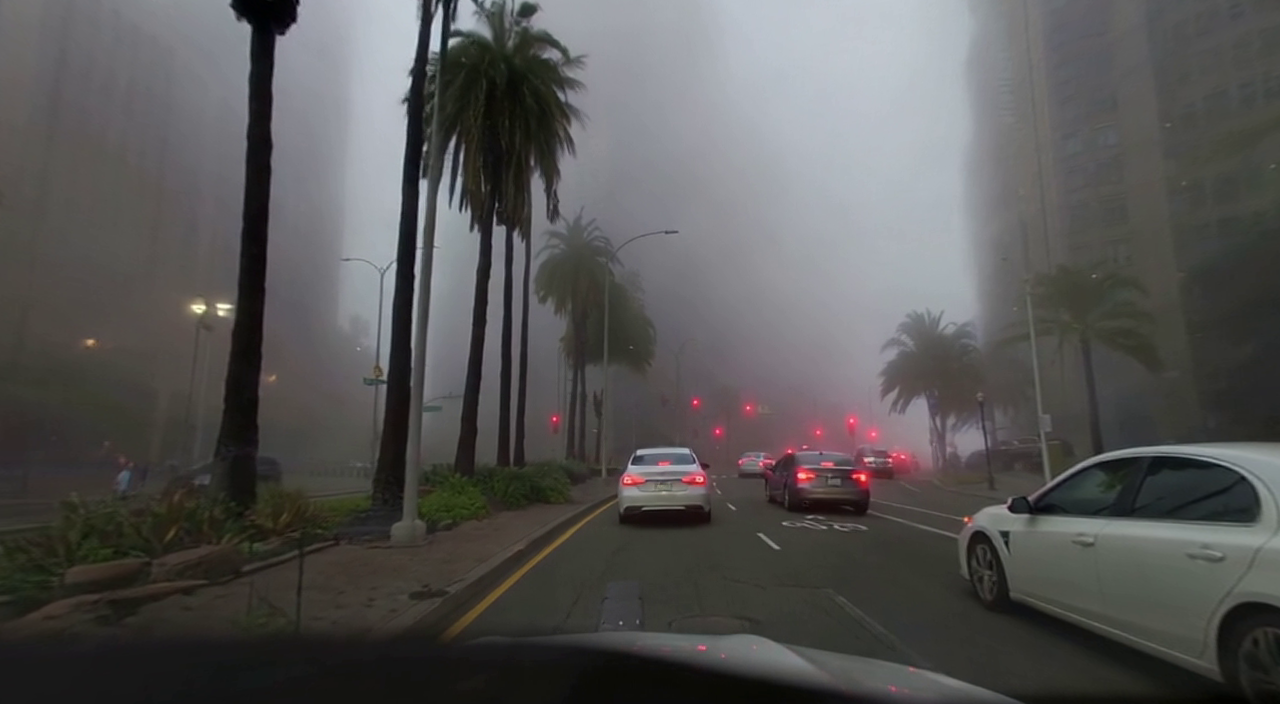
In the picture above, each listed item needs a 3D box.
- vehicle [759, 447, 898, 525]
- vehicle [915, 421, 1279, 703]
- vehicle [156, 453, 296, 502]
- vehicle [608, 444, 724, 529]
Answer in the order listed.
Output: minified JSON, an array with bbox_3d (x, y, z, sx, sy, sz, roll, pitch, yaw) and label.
[{"bbox_3d":[4.092,2.952,14.563,1.920,1.490,4.417,0,-9,2],"label":"vehicle"},{"bbox_3d":[3.640,1.240,4.034,1.913,1.469,4.425,-1,-9,2],"label":"vehicle"},{"bbox_3d":[-16.082,4.853,24.897,2.078,1.662,4.436,-2,-9,9],"label":"vehicle"},{"bbox_3d":[0.577,2.701,13.255,2.078,1.503,3.681,-1,-9,4],"label":"vehicle"}]
